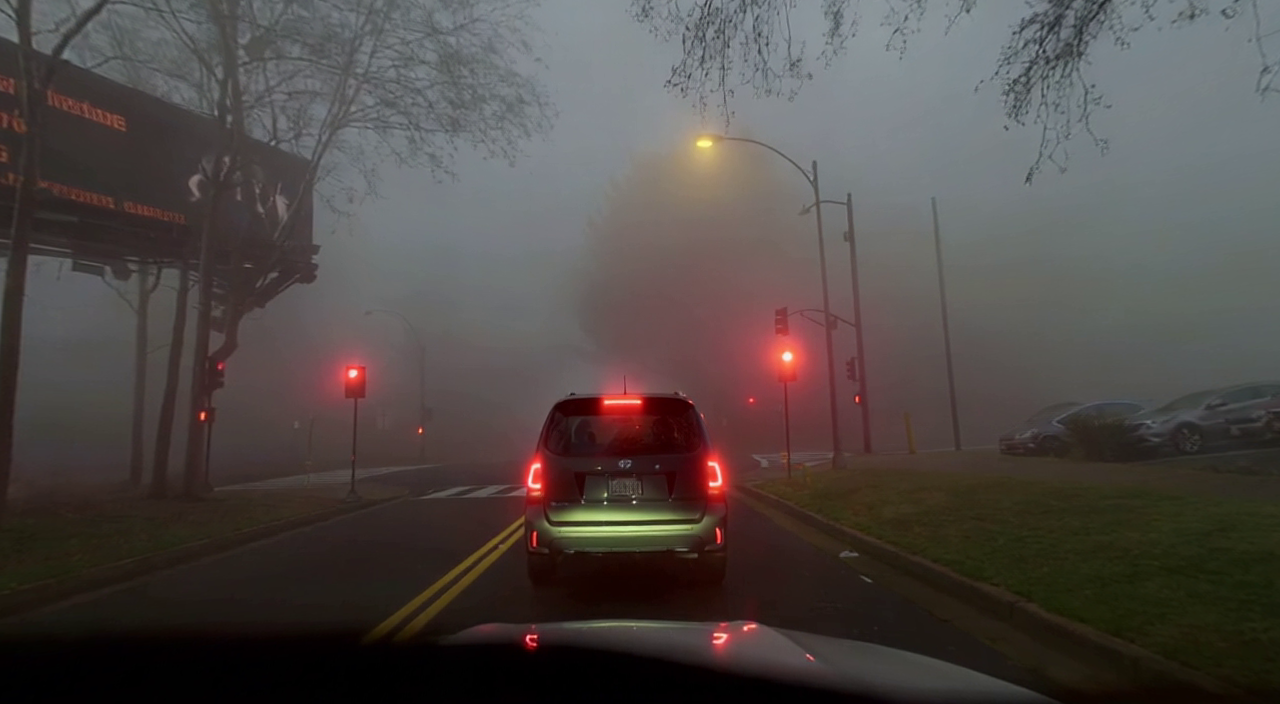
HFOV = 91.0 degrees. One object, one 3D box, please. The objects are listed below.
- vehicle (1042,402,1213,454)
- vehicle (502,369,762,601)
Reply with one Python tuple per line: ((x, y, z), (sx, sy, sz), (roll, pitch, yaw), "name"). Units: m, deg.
((15.270, 2.446, 19.940), (3.750, 1.502, 1.781), (-2, -8, 13), "vehicle")
((-0.063, 1.374, 7.212), (2.142, 1.904, 3.816), (-1, -8, 0), "vehicle")
